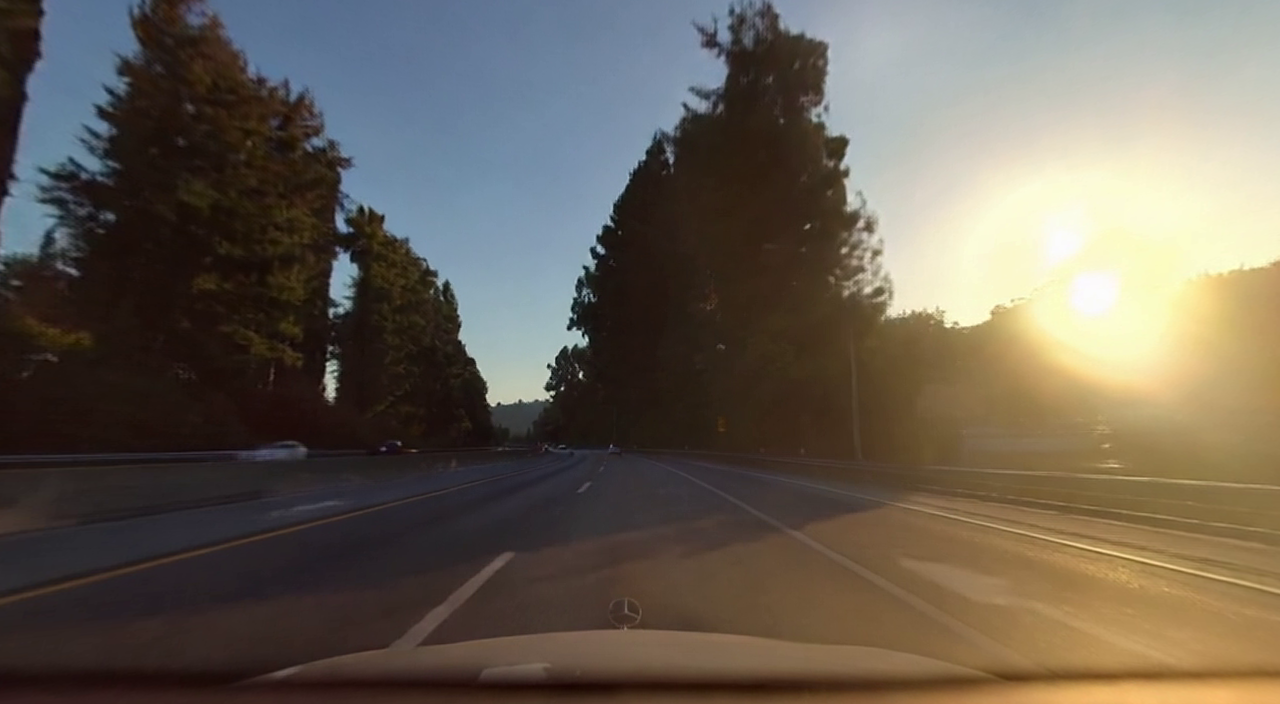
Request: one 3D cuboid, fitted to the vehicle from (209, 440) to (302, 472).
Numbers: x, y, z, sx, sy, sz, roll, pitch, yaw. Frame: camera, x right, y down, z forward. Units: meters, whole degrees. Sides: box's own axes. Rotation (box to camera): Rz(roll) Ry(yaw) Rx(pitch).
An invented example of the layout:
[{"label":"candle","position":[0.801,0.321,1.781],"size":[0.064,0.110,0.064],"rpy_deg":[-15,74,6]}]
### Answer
[{"label":"vehicle","position":[-19.058,5.172,31.470],"size":[2.242,1.458,3.842],"rpy_deg":[0,-9,-1]}]
